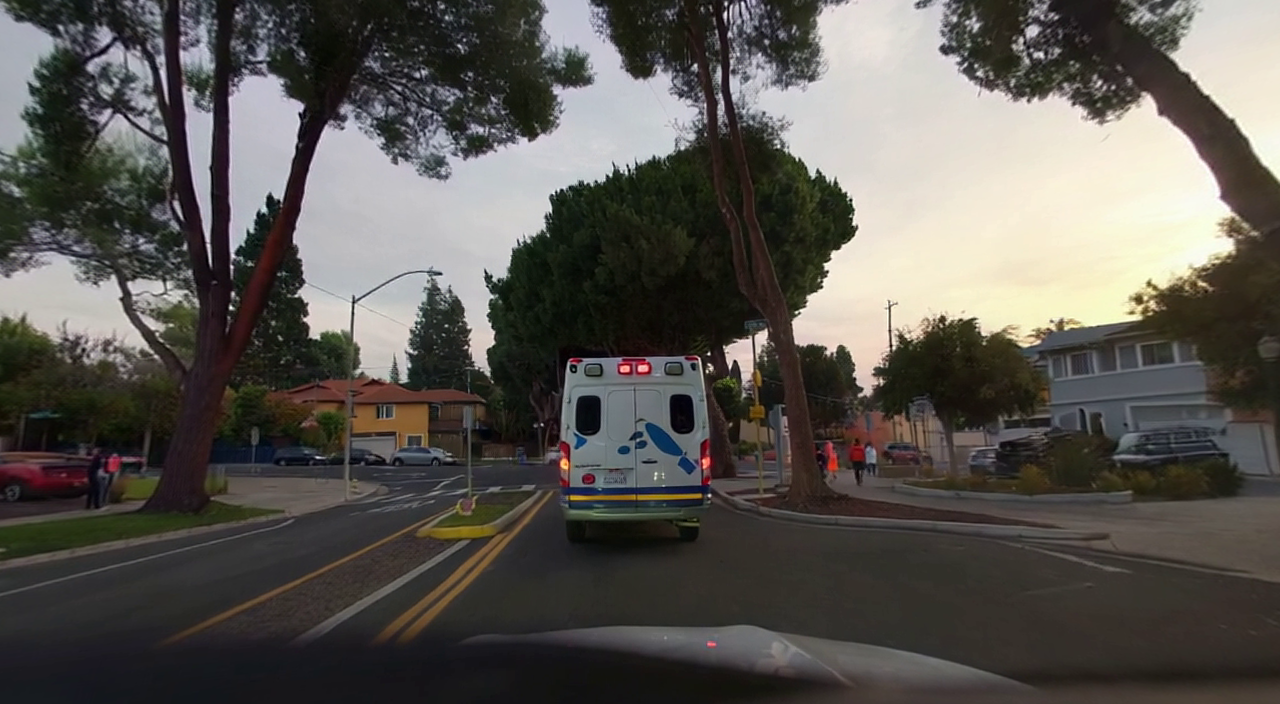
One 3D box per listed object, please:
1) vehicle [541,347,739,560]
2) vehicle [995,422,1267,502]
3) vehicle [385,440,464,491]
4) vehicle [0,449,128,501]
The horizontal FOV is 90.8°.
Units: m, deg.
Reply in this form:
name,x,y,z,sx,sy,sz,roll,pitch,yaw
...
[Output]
name,x,y,z,sx,sy,sz,roll,pitch,yaw
vehicle,0.001,1.648,10.666,2.444,2.640,5.482,0,-8,0
vehicle,13.141,2.978,17.382,5.270,1.966,2.329,-2,-9,11
vehicle,-8.595,4.384,24.889,2.290,1.776,4.947,4,-9,-25
vehicle,-18.813,3.736,19.389,4.412,1.468,1.914,0,-8,-3
